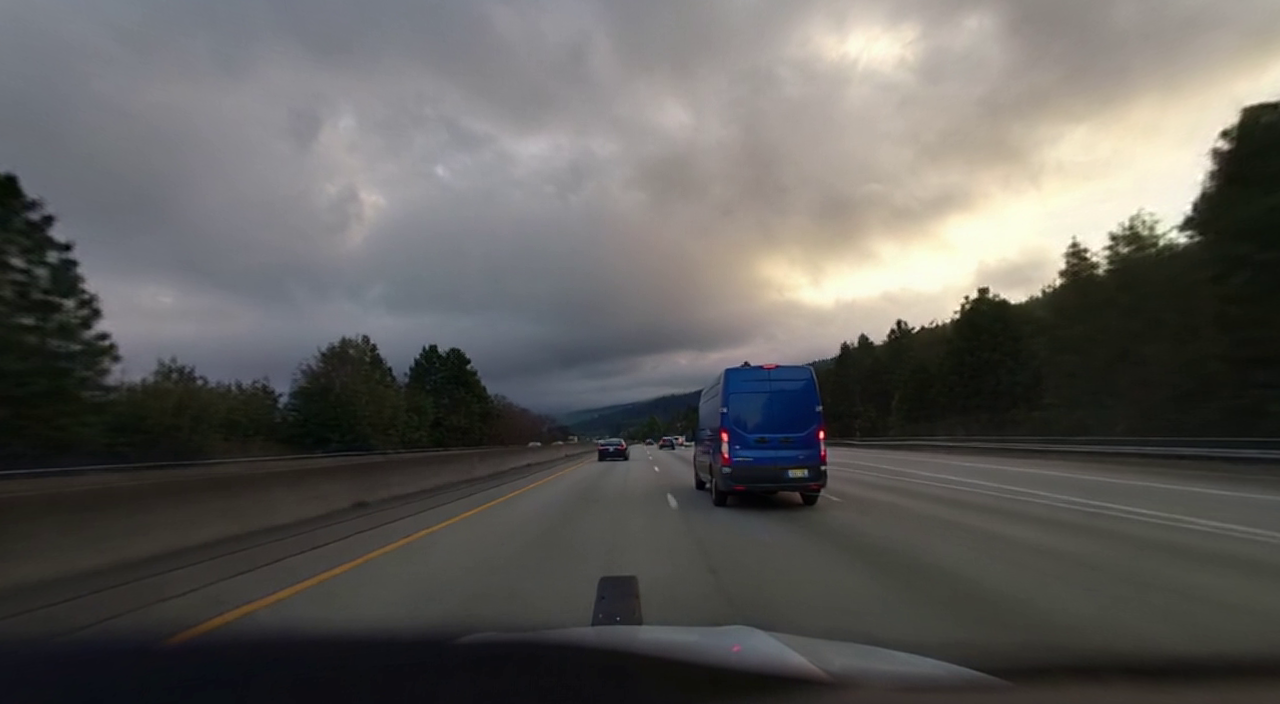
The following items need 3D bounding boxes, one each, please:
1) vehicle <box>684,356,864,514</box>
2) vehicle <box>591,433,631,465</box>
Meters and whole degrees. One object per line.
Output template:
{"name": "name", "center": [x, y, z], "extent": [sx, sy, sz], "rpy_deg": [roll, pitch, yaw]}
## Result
{"name": "vehicle", "center": [2.458, 1.840, 14.032], "extent": [2.416, 2.595, 7.243], "rpy_deg": [0, -8, 0]}
{"name": "vehicle", "center": [-1.388, 4.870, 31.885], "extent": [1.900, 1.524, 4.324], "rpy_deg": [0, -8, -1]}
